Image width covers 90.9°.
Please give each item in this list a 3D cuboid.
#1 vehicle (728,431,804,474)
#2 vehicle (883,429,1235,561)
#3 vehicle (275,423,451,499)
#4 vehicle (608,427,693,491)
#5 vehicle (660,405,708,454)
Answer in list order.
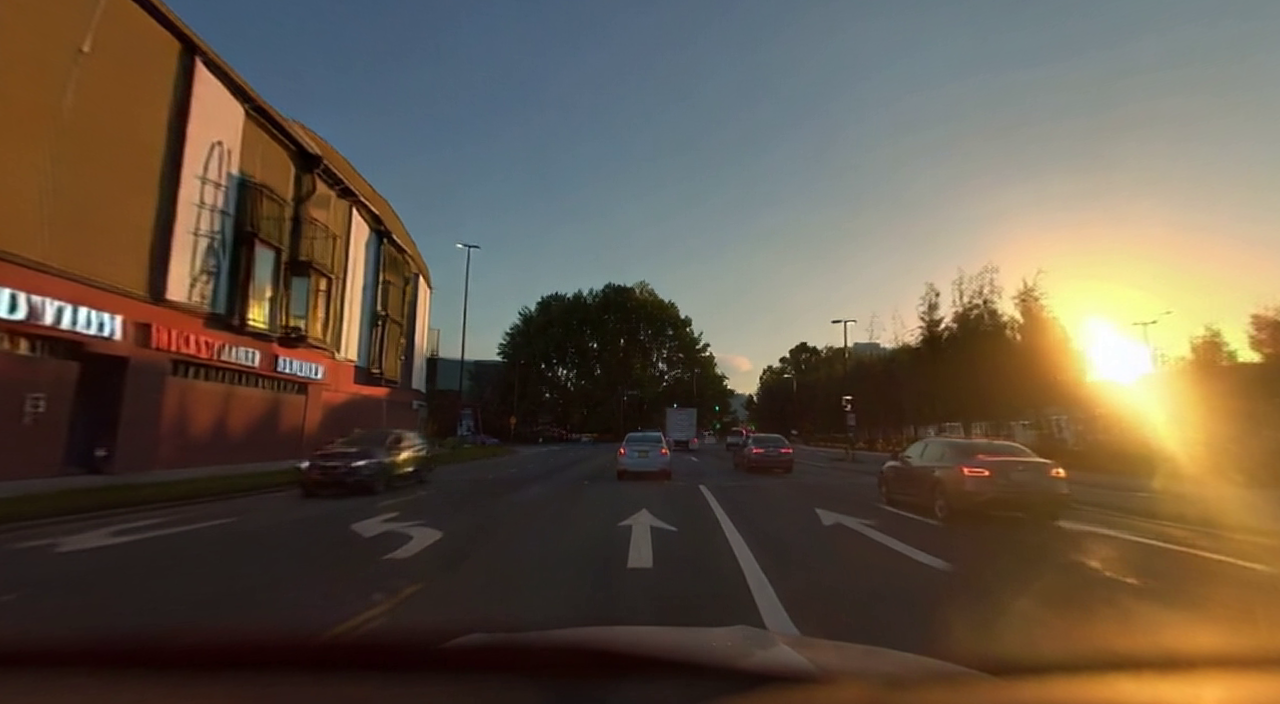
[{"bbox_3d":[4.651,3.746,23.785,1.889,1.480,3.876,1,-8,-3],"label":"vehicle"},{"bbox_3d":[5.564,1.901,9.423,2.081,1.434,4.833,0,-8,2],"label":"vehicle"},{"bbox_3d":[-6.198,2.466,14.815,1.980,1.499,4.417,0,-8,2],"label":"vehicle"},{"bbox_3d":[0.279,2.734,16.517,1.991,1.472,3.518,0,-8,1],"label":"vehicle"},{"bbox_3d":[3.242,5.986,48.354,2.917,3.482,6.946,0,-8,-2],"label":"vehicle"}]
